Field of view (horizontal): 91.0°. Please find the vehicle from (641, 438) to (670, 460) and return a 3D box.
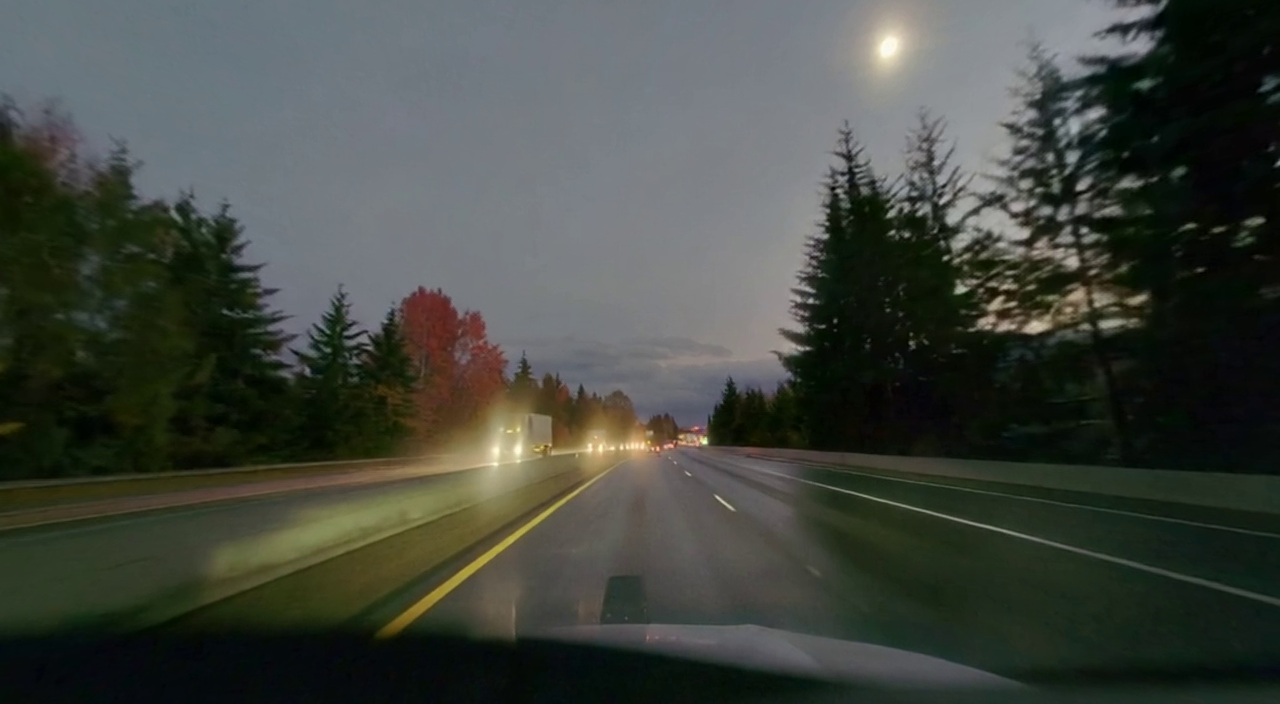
[{"bbox_3d":[1.021,6.790,44.119,1.924,1.498,3.817,0,-8,0],"label":"vehicle"}]
